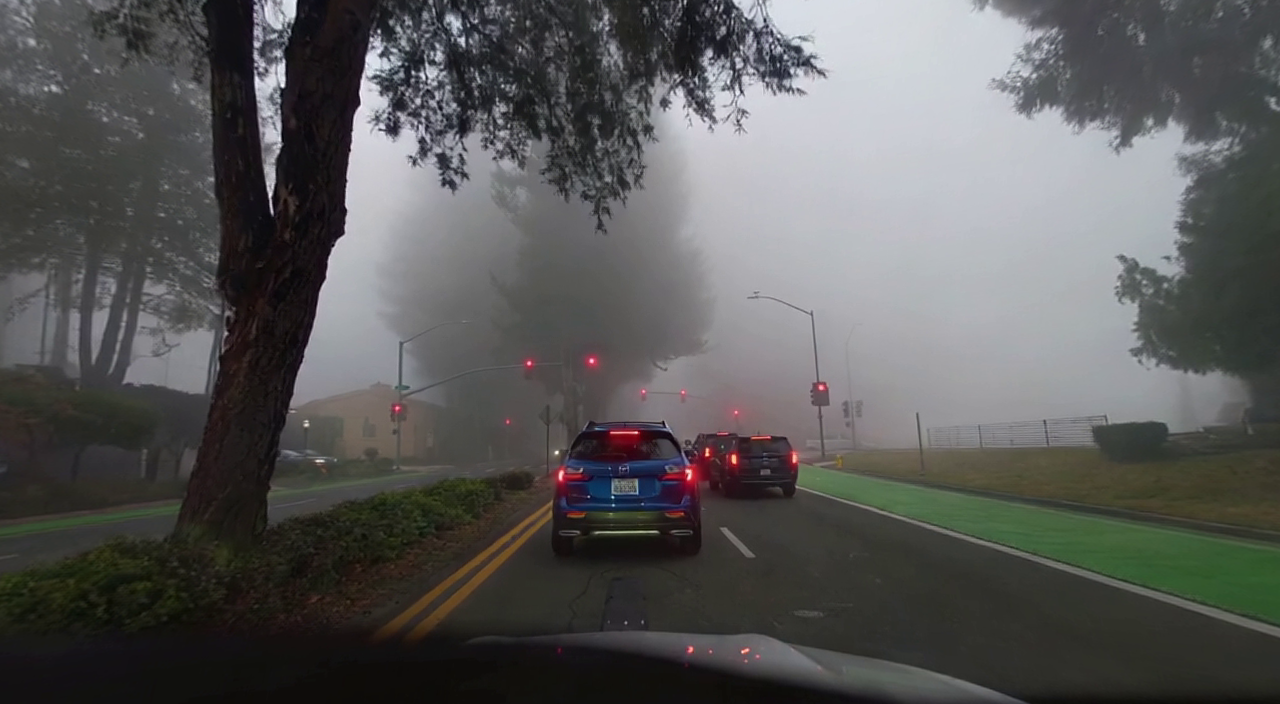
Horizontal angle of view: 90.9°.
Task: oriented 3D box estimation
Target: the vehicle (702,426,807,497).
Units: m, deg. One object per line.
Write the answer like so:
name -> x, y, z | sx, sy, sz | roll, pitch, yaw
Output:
vehicle -> 3.161, 3.149, 18.469 | 2.189, 1.815, 4.495 | 0, -8, -1

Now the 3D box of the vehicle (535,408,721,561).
vehicle -> -0.126, 1.806, 9.231 | 2.109, 1.730, 3.963 | 0, -8, 0
